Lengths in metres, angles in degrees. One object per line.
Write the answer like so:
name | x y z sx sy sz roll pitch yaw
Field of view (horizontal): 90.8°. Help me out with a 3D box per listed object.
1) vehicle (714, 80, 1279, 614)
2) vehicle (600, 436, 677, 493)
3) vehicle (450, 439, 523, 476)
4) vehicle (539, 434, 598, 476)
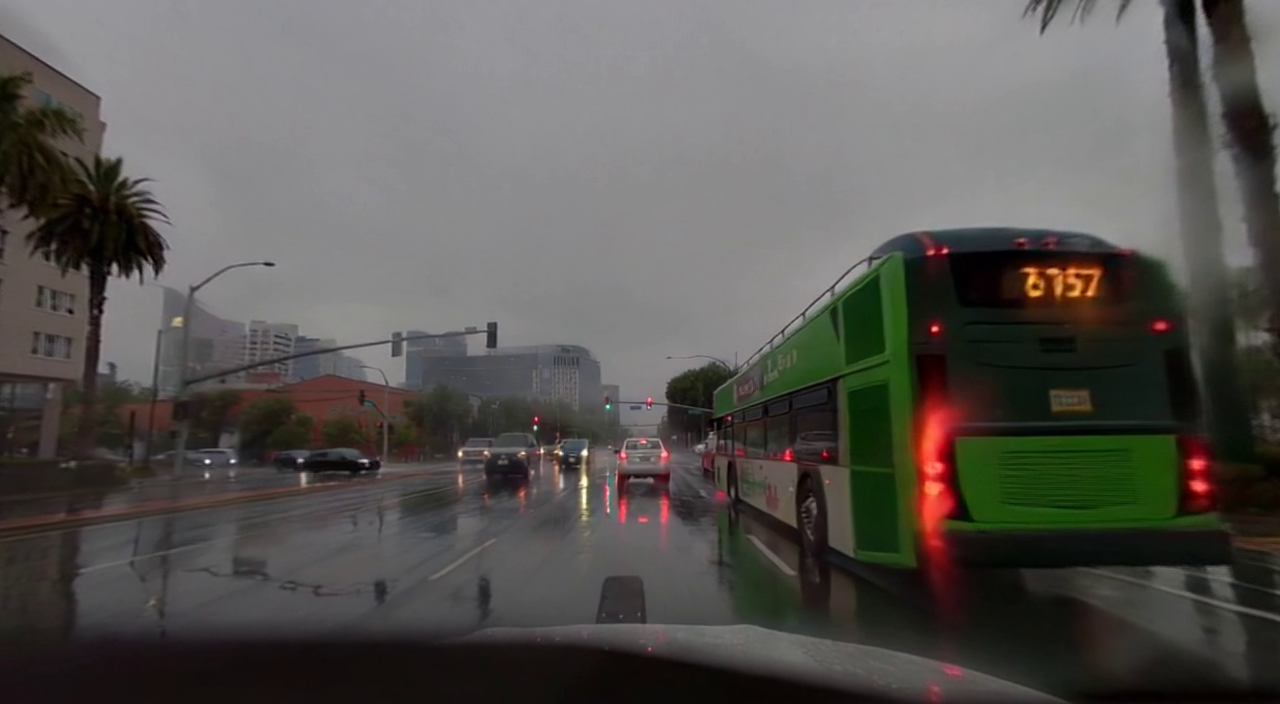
vehicle | 3.577 0.855 11.429 2.970 4.015 13.606 0 -9 1
vehicle | -0.018 3.283 18.740 2.060 1.499 3.831 0 -9 1
vehicle | -6.794 4.718 28.532 1.927 1.480 4.832 0 -9 2
vehicle | -3.142 4.626 28.634 2.020 1.721 4.366 0 -9 2
